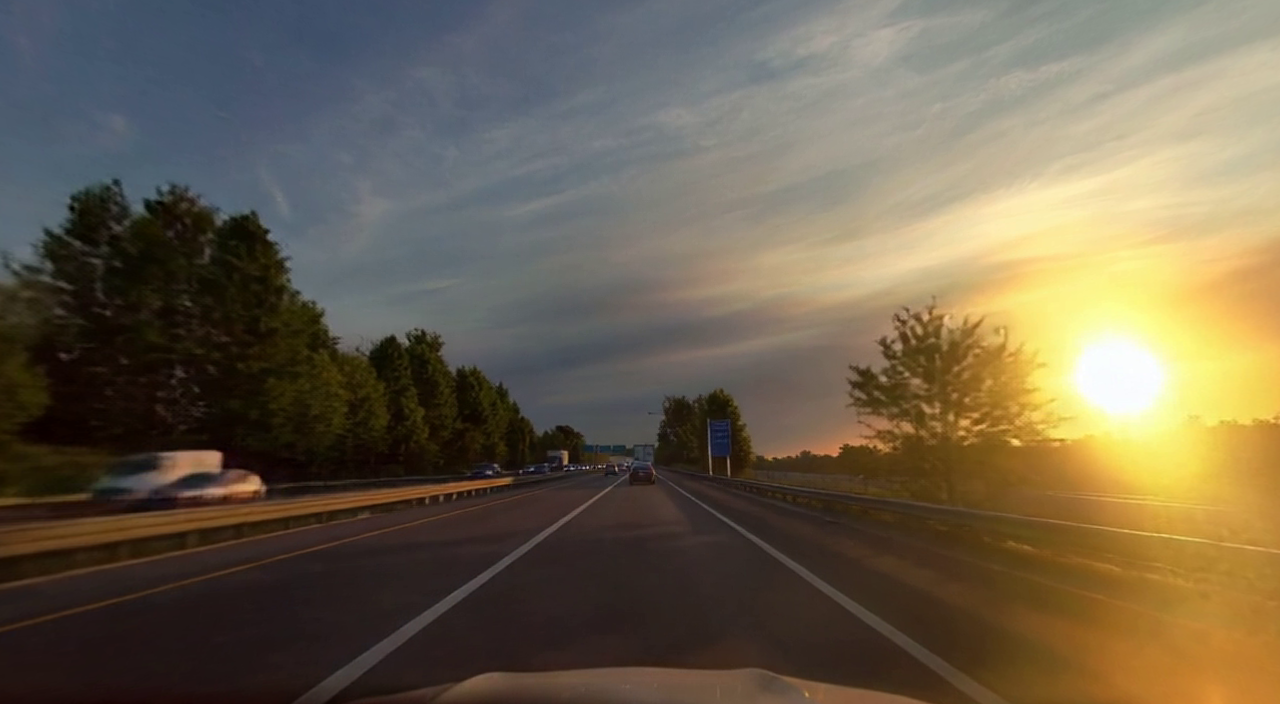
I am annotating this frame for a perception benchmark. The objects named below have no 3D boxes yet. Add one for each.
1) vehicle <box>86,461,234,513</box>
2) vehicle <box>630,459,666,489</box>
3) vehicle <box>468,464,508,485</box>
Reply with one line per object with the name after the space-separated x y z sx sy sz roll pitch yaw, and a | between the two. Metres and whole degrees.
-15.997 4.500 21.298 1.823 1.554 3.847 0 -10 1 | vehicle
0.477 7.422 38.381 2.048 1.663 4.377 1 -10 0 | vehicle
-11.023 8.921 45.954 1.798 1.447 4.131 0 -10 1 | vehicle
